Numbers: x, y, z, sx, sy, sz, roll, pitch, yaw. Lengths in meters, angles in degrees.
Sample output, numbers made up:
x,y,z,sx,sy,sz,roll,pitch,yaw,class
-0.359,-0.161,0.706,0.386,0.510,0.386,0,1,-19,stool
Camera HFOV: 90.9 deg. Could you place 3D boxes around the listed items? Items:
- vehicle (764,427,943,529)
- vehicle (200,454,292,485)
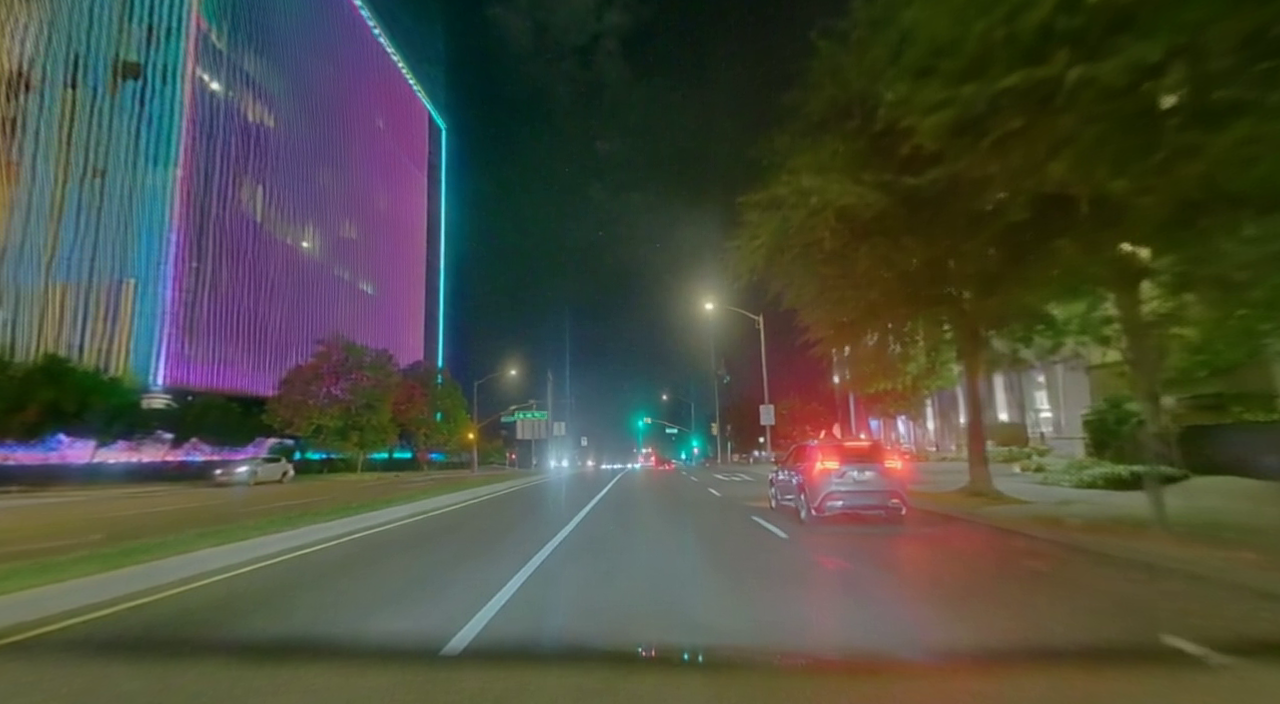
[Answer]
x,y,z,sx,sy,sz,roll,pitch,yaw,class
3.727,2.268,11.880,1.949,1.583,3.996,0,-9,0,vehicle
-21.259,6.325,34.279,1.864,1.468,4.770,0,-9,1,vehicle
